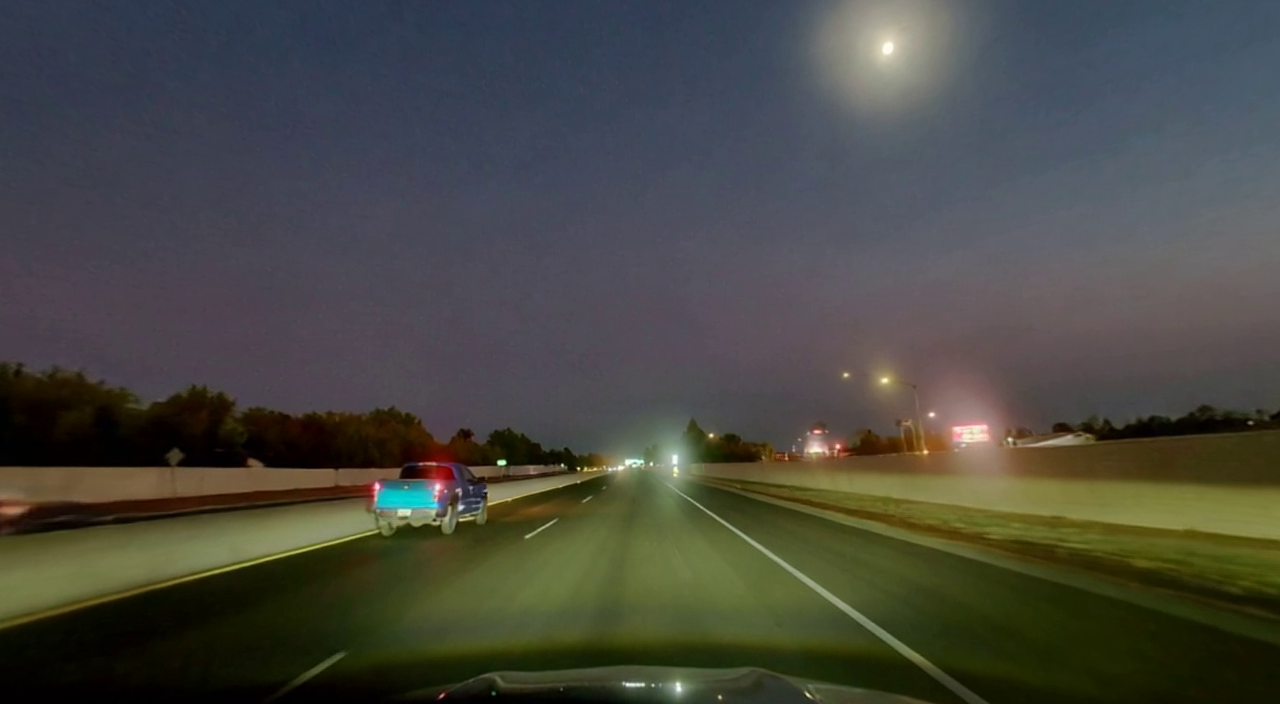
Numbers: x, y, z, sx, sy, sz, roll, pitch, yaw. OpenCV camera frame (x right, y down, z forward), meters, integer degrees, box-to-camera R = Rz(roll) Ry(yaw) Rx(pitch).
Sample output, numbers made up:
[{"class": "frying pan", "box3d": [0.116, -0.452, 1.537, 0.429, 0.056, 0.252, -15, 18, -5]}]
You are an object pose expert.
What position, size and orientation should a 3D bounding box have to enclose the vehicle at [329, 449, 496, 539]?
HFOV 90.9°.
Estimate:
[{"class": "vehicle", "box3d": [-4.436, 2.855, 13.049, 1.914, 1.534, 4.015, 1, -10, 0]}]
